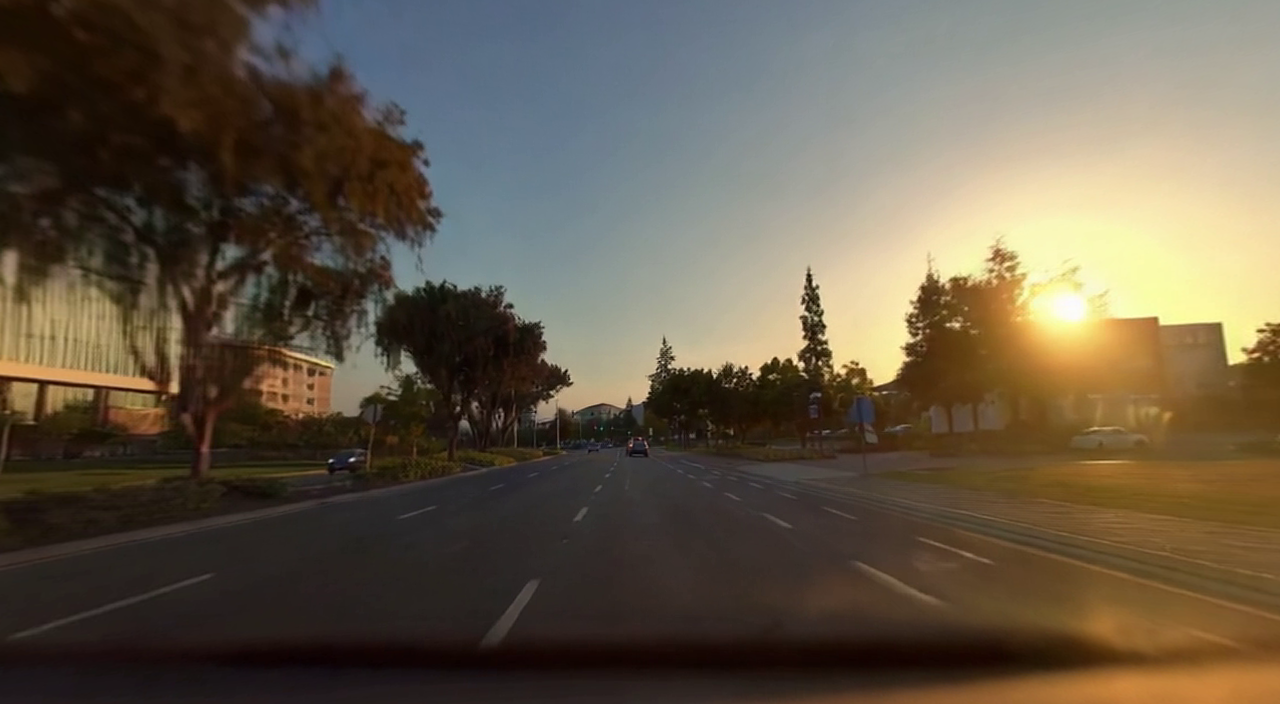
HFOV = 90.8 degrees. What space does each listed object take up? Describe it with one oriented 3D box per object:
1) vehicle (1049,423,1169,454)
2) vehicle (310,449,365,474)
[{"bbox_3d":[24.394,4.535,32.985,4.758,1.522,1.930,0,-8,-3],"label":"vehicle"},{"bbox_3d":[-21.127,7.640,44.315,1.835,1.606,4.289,0,-8,-1],"label":"vehicle"}]
